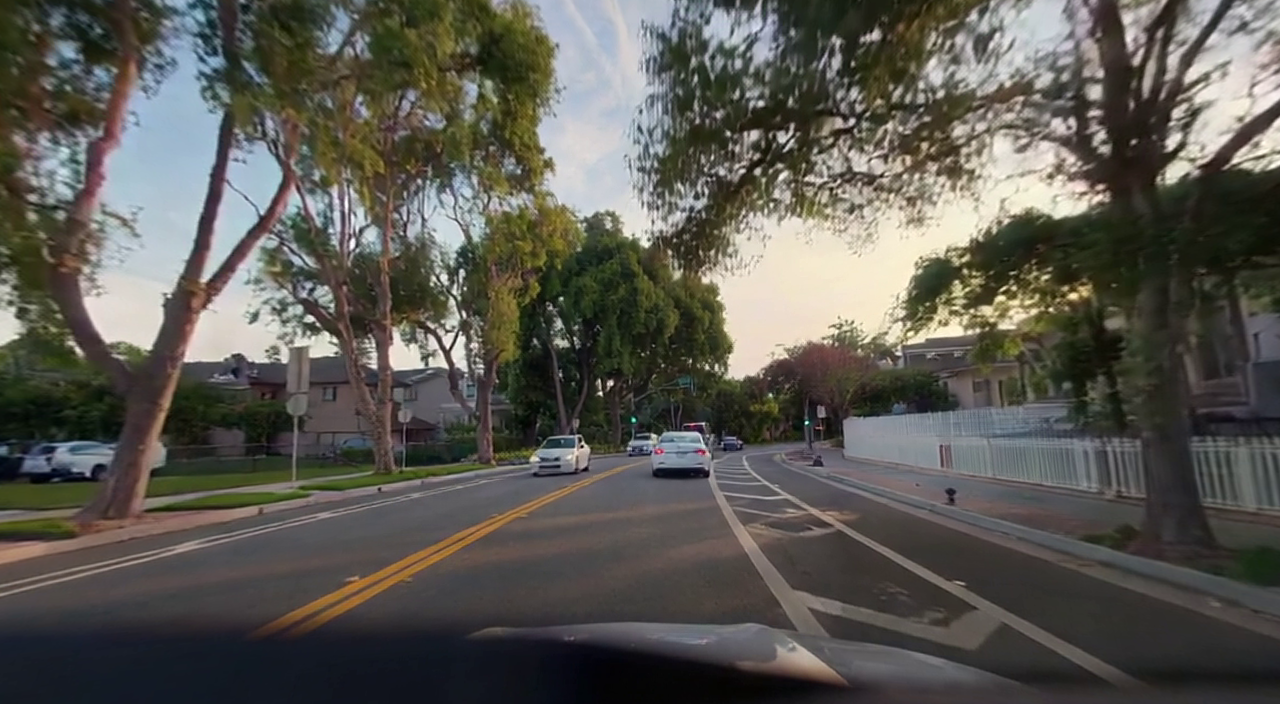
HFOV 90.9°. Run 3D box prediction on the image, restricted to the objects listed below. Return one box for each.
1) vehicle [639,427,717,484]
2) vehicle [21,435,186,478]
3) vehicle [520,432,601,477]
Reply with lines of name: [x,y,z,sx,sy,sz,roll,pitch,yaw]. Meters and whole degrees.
vehicle: [1.133,3.034,18.803,2.070,1.516,3.936,0,-8,3]
vehicle: [-19.969,3.858,23.778,1.937,1.450,4.422,-1,-8,9]
vehicle: [-2.827,3.752,23.457,1.961,1.498,4.401,-1,-8,7]
